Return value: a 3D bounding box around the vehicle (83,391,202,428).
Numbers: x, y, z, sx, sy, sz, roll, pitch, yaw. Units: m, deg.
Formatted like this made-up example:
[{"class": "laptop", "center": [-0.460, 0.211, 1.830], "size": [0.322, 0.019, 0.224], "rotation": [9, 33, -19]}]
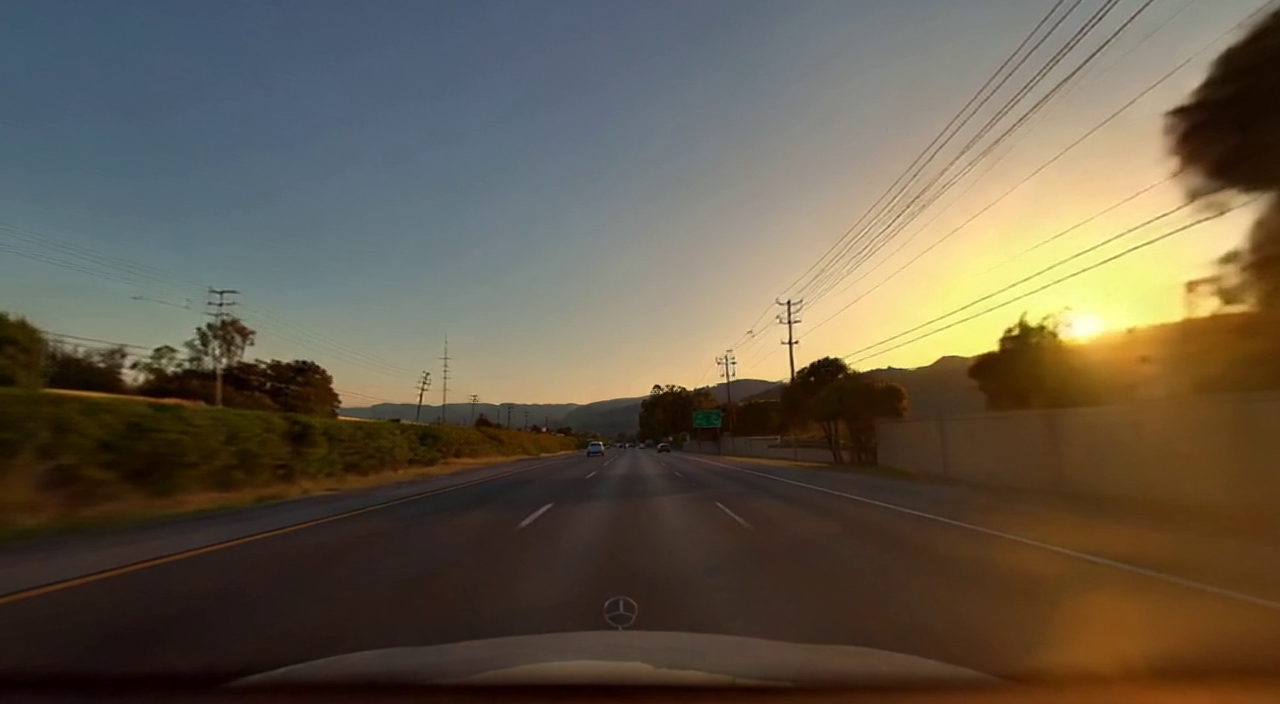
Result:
[{"class": "vehicle", "center": [-24.944, 2.955, 31.953], "size": [2.013, 1.582, 4.900], "rotation": [0, -8, 0]}]
